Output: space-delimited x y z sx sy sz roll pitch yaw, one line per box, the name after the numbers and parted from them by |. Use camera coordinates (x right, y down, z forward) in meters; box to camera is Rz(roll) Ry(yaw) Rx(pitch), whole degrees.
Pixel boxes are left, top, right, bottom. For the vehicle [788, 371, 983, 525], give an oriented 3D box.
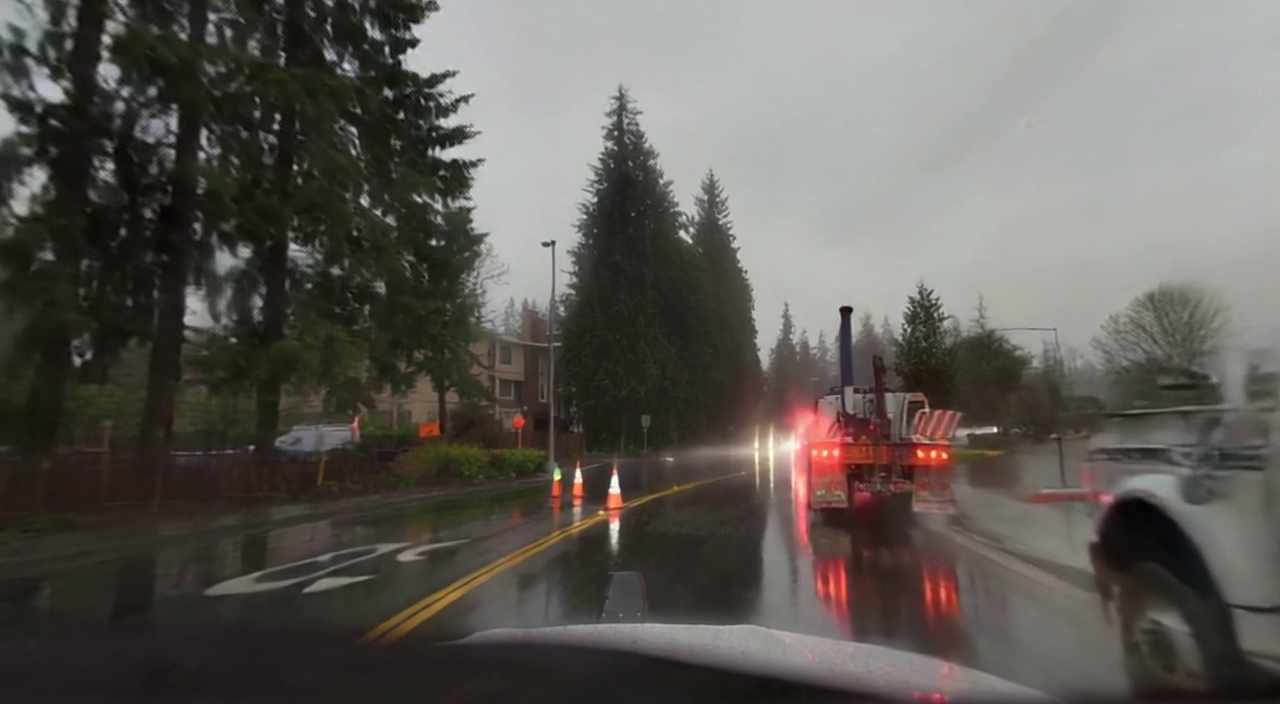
5.313 2.044 14.451 3.098 2.601 6.758 -3 -7 18 | vehicle

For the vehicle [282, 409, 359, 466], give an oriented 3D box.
-14.654 3.918 29.074 2.665 2.465 1.532 4 -7 -13 | vehicle

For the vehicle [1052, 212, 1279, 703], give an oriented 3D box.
3.261 0.587 1.955 1.913 2.241 3.024 0 -7 2 | vehicle
